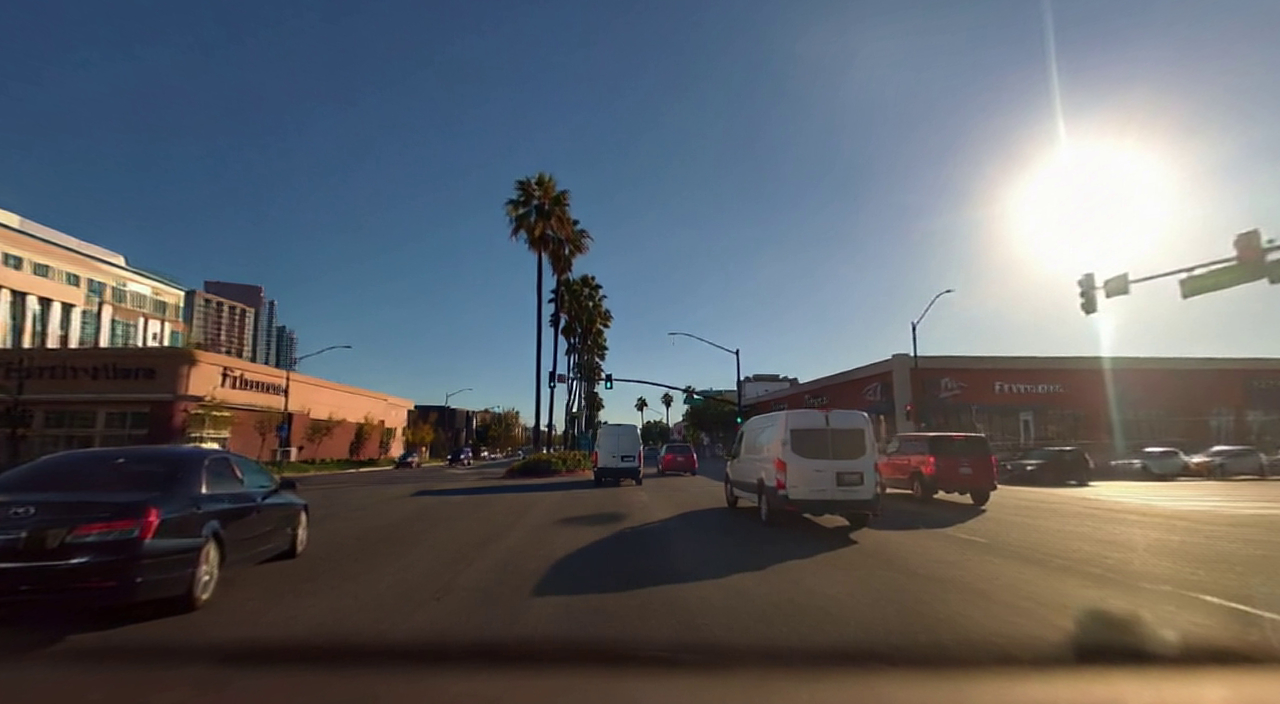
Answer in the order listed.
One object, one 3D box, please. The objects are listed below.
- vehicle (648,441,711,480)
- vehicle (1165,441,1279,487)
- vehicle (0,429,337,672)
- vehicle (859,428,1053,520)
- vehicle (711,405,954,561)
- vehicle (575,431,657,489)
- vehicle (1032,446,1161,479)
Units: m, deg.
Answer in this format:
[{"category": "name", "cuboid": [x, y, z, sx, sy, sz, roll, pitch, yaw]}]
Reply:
[{"category": "vehicle", "cuboid": [1.802, 5.310, 31.131, 2.462, 1.736, 4.899, 1, -9, -4]}, {"category": "vehicle", "cuboid": [21.801, 4.026, 22.957, 3.798, 1.550, 2.006, 1, -9, -8]}, {"category": "vehicle", "cuboid": [-4.711, 1.519, 6.020, 1.997, 1.430, 4.655, 1, -9, -9]}, {"category": "vehicle", "cuboid": [6.955, 2.728, 14.622, 2.023, 1.771, 4.488, 0, -9, -2]}, {"category": "vehicle", "cuboid": [2.583, 1.922, 9.966, 2.200, 1.847, 4.618, 0, -9, -2]}, {"category": "vehicle", "cuboid": [-0.934, 4.171, 24.744, 2.848, 1.991, 5.706, 0, -9, -2]}, {"category": "vehicle", "cuboid": [20.787, 5.051, 28.896, 4.412, 1.441, 2.181, 2, -10, -9]}]
